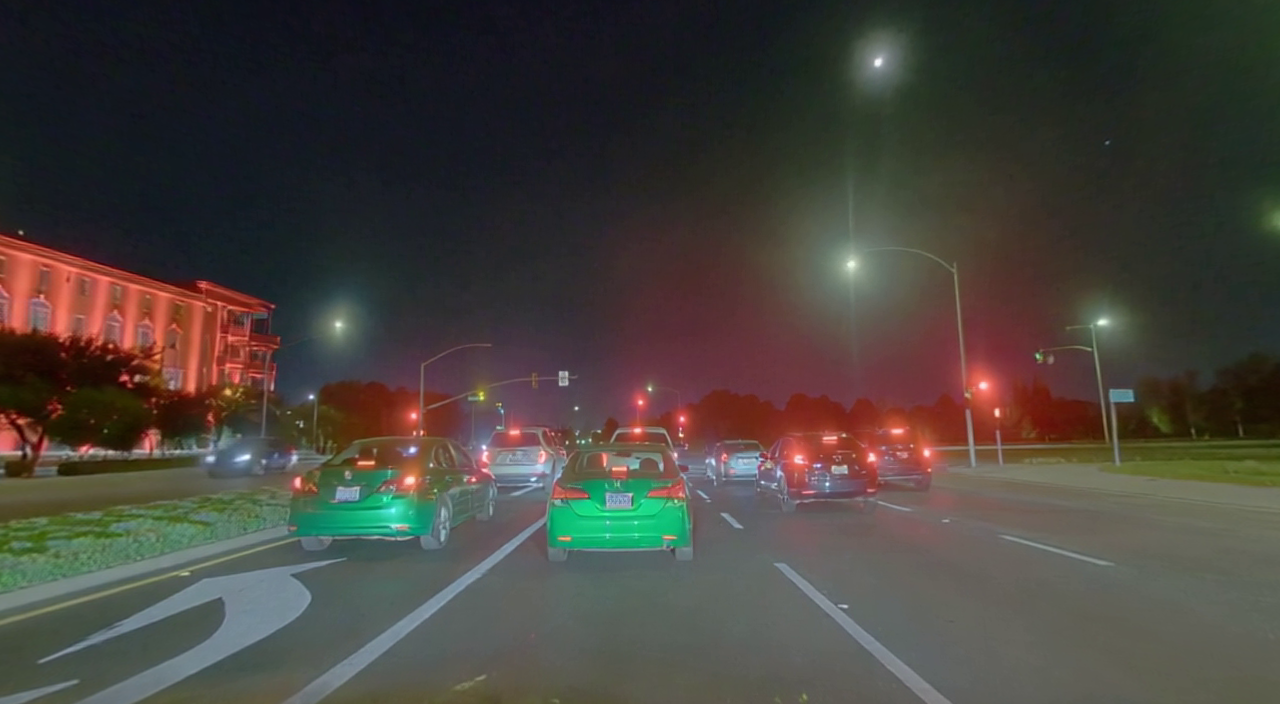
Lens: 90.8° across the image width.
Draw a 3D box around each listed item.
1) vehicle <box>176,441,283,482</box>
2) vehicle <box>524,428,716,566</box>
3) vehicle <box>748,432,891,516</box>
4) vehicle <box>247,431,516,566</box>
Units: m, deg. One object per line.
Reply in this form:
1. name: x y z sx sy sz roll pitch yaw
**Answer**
1. vehicle: -18.083 4.802 28.139 2.094 1.654 4.786 1 -8 -8
2. vehicle: -0.222 1.830 8.698 2.041 1.450 3.847 0 -8 0
3. vehicle: 3.536 2.467 13.266 1.880 1.476 3.932 0 -8 1
4. vehicle: -3.211 1.887 8.934 1.917 1.441 4.128 -1 -8 2
